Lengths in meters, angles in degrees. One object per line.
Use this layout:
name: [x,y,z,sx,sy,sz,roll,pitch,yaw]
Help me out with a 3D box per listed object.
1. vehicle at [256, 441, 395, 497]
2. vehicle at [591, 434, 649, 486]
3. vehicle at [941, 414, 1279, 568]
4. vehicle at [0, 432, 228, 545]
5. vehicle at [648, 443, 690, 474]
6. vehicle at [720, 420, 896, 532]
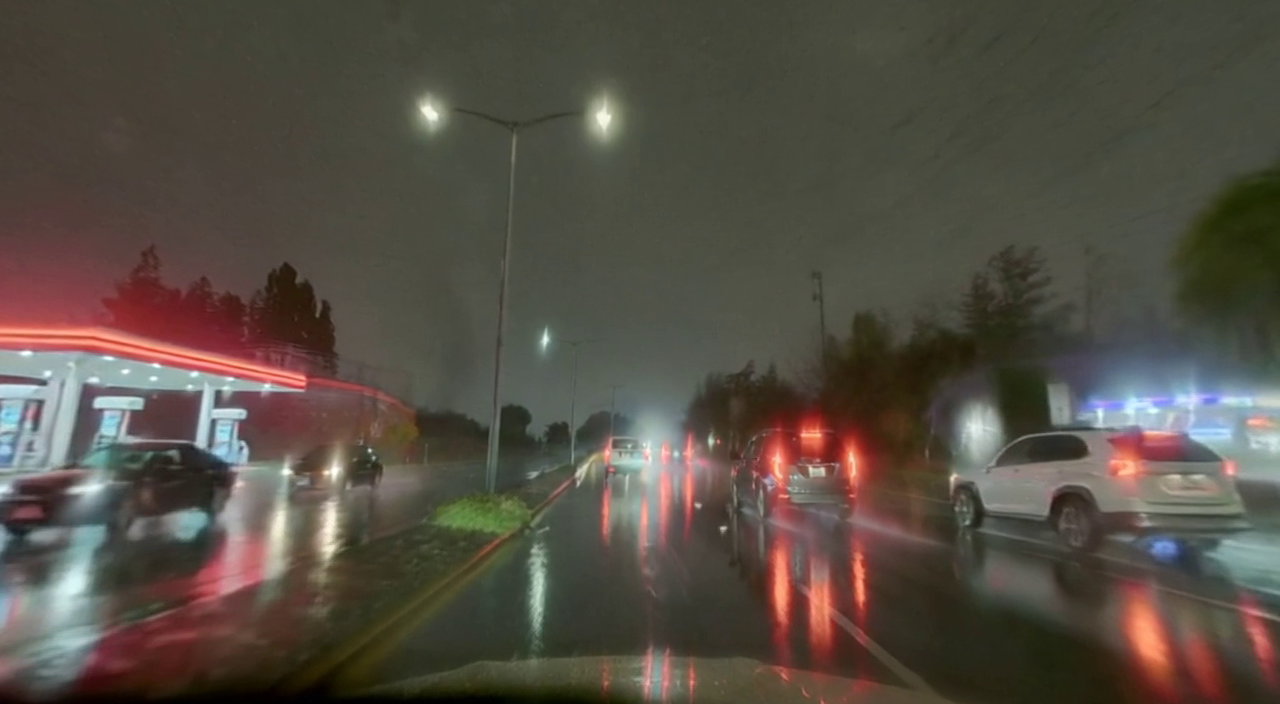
vehicle: [-9.138,3.416,18.789,1.872,1.439,4.507,0,-9,-1]
vehicle: [-0.818,4.096,24.153,2.051,1.798,4.168,0,-9,-3]
vehicle: [6.583,1.848,9.148,2.047,1.653,4.423,0,-9,-2]
vehicle: [-8.669,2.057,10.080,1.665,1.442,3.720,0,-9,-1]
vehicle: [1.539,5.856,34.838,1.800,1.592,3.658,1,-9,-5]
vehicle: [2.945,2.283,12.156,2.000,1.745,4.206,0,-9,-3]
